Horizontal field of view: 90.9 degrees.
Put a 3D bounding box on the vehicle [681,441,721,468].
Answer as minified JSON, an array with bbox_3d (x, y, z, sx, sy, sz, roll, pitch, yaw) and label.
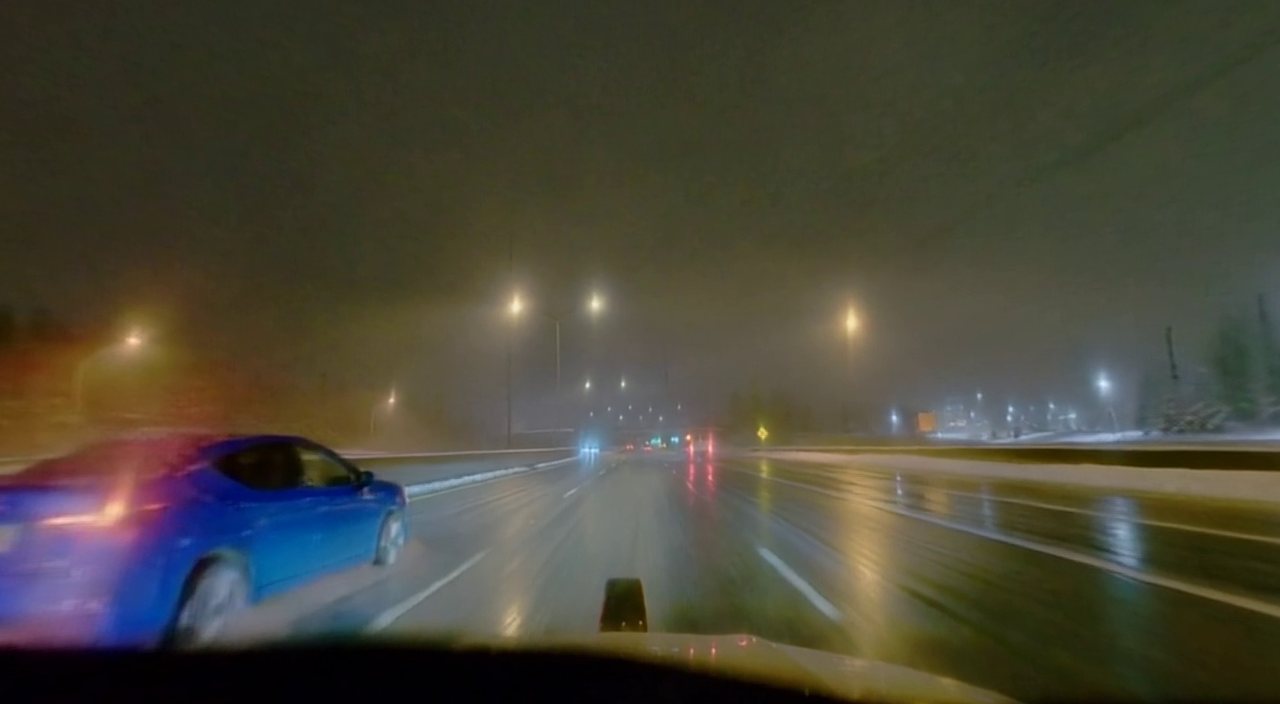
[{"bbox_3d":[3.666,6.216,38.431,1.949,1.515,4.374,0,-9,-1],"label":"vehicle"}]

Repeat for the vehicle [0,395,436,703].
[{"bbox_3d":[-3.417,1.279,4.891,1.979,1.505,4.705,0,-9,2],"label":"vehicle"}]
